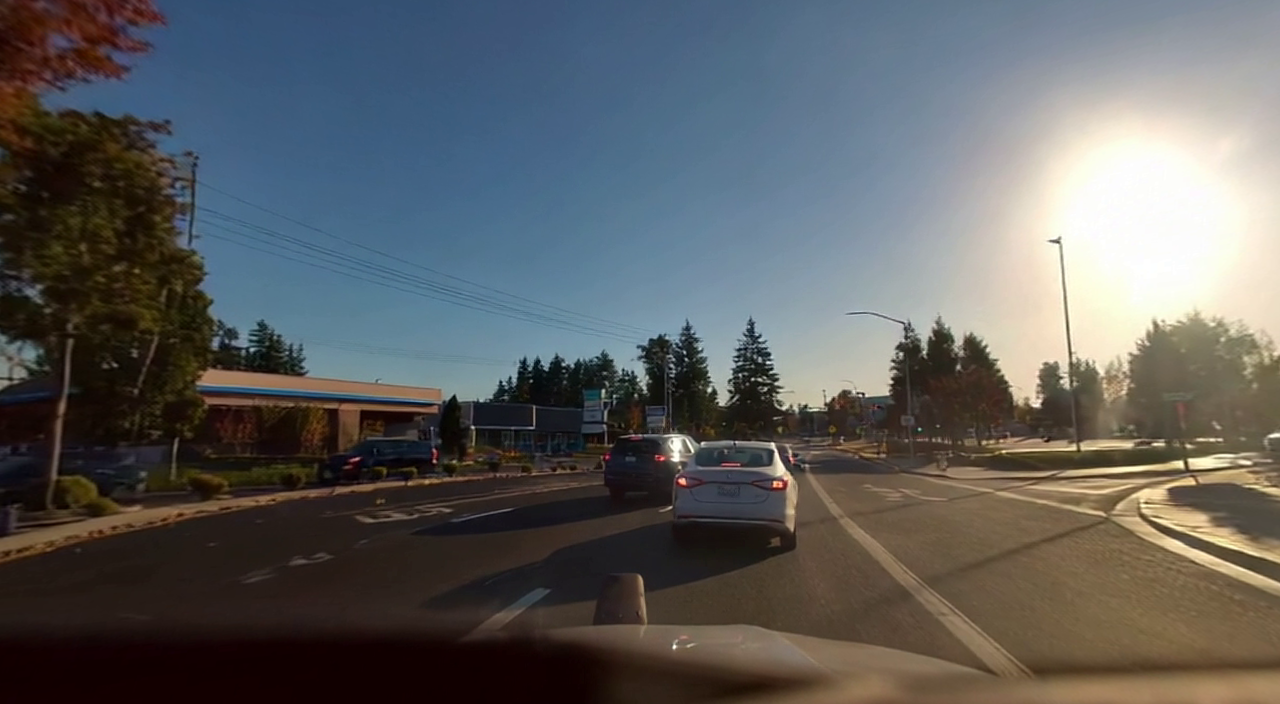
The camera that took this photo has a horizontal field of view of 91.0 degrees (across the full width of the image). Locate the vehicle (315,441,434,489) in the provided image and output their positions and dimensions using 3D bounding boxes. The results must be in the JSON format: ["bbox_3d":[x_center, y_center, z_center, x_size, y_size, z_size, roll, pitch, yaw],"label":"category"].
[{"bbox_3d":[-10.196,4.357,24.658,2.088,1.693,4.491,-2,-9,10],"label":"vehicle"}]

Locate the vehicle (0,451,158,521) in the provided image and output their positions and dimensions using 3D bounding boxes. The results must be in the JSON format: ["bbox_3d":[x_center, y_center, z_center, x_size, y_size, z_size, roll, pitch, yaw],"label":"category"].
[{"bbox_3d":[-15.288,3.299,15.852,1.894,1.528,4.849,-2,-9,11],"label":"vehicle"}]

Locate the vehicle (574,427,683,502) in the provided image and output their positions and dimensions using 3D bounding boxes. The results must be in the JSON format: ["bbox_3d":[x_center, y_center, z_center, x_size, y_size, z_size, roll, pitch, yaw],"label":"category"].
[{"bbox_3d":[-0.152,3.081,17.686,2.102,1.774,4.662,-2,-9,11],"label":"vehicle"}]

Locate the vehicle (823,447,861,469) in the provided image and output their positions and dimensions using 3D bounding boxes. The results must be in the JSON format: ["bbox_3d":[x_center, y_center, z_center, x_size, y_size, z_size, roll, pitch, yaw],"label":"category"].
[{"bbox_3d":[14.659,7.703,45.896,1.916,1.462,4.487,-1,-9,9],"label":"vehicle"}]

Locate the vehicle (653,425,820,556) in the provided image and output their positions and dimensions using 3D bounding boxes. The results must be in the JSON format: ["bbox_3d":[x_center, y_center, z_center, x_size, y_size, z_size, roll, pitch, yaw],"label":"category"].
[{"bbox_3d":[1.585,2.017,9.897,2.060,1.580,3.980,-2,-9,12],"label":"vehicle"}]
